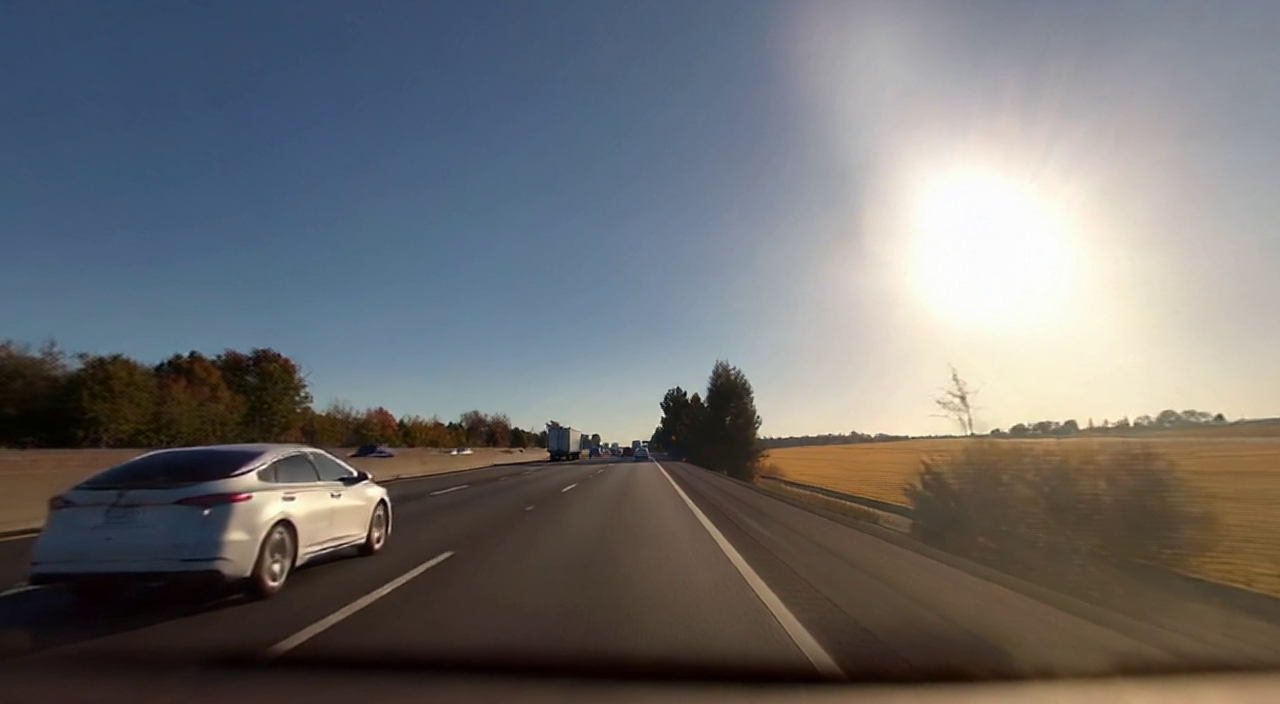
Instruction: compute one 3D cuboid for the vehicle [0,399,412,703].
[{"bbox_3d":[-3.884,1.363,5.388,2.028,1.553,4.820,0,-9,0],"label":"vehicle"}]
